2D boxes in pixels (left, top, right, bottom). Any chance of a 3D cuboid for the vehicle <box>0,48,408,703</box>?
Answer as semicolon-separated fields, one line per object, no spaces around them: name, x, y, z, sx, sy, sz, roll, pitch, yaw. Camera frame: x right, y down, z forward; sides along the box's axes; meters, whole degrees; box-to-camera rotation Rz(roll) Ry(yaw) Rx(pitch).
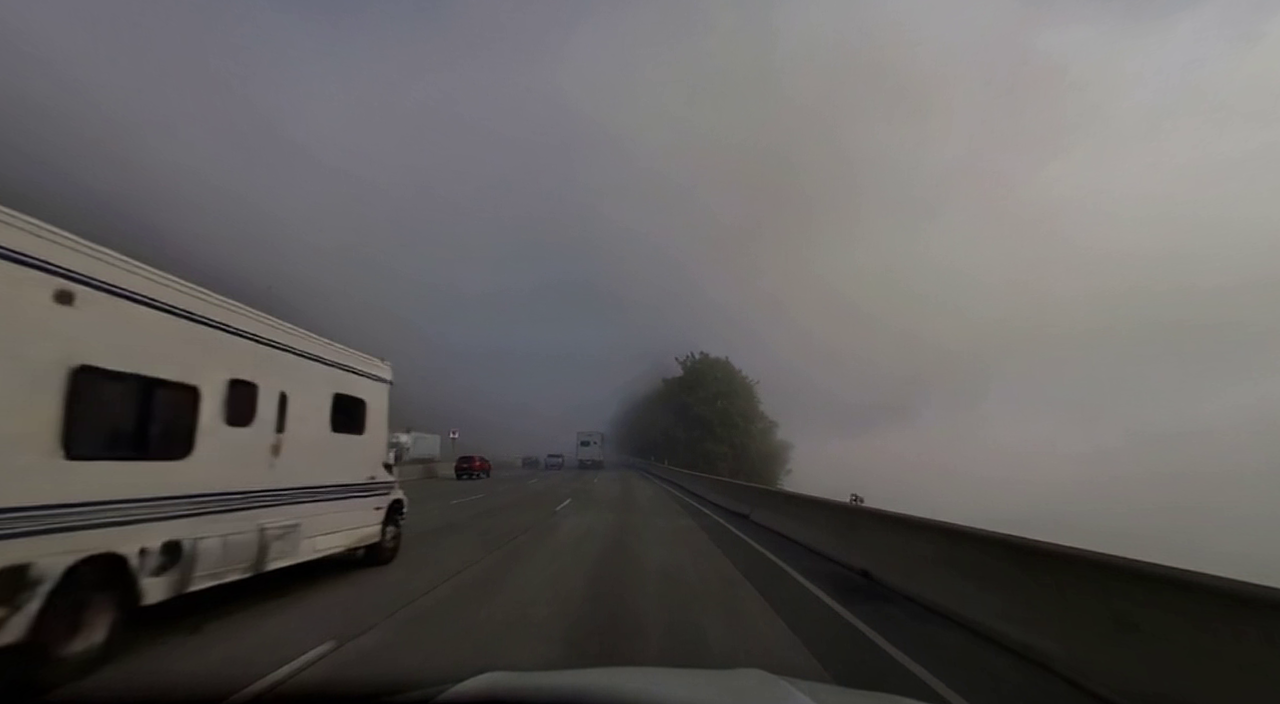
vehicle;-4.169;0.304;3.849;2.542;2.965;7.637;0;-10;0

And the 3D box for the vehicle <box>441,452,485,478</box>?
vehicle;-12.780;8.195;45.847;2.005;1.774;4.610;0;-9;-2
